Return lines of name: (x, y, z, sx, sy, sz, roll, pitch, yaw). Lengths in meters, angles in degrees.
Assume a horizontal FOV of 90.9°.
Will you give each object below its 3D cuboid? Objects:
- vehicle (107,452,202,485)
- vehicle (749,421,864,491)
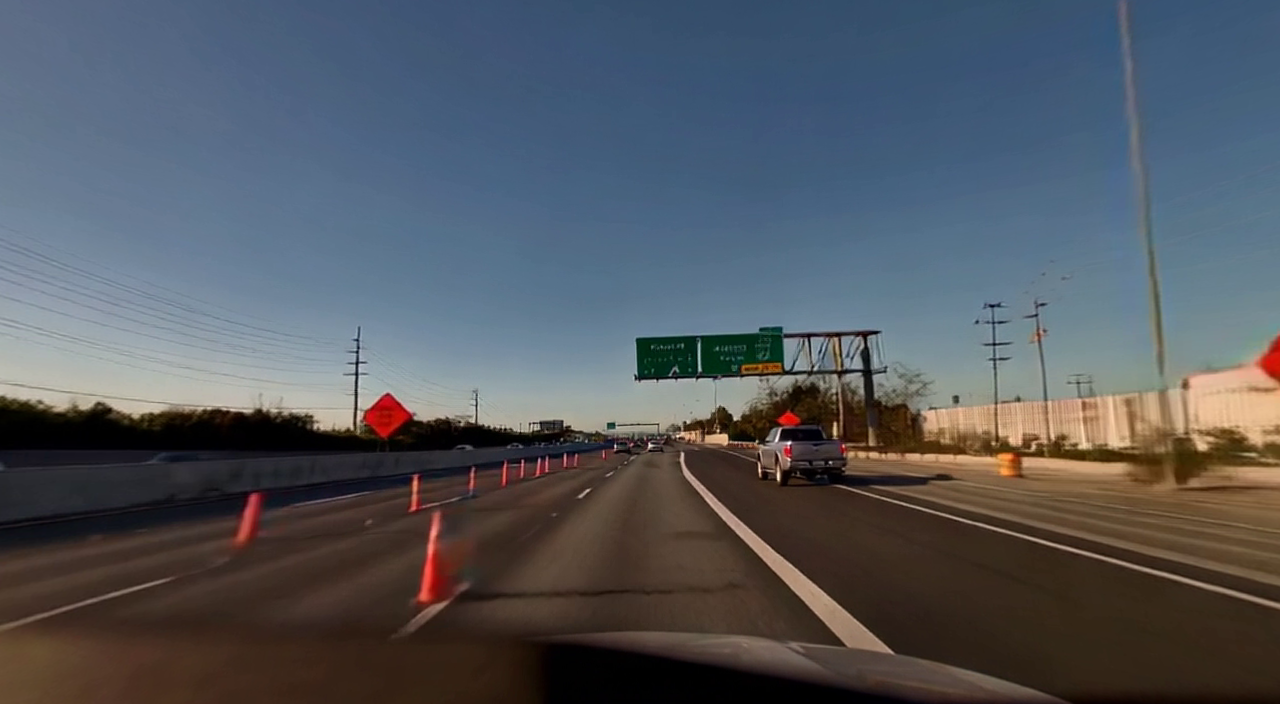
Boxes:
vehicle: (-27.182, 6.520, 35.493, 1.868, 1.682, 4.276, 0, -8, 1)
vehicle: (4.887, 3.146, 19.450, 2.186, 1.840, 5.289, 0, -8, 1)
